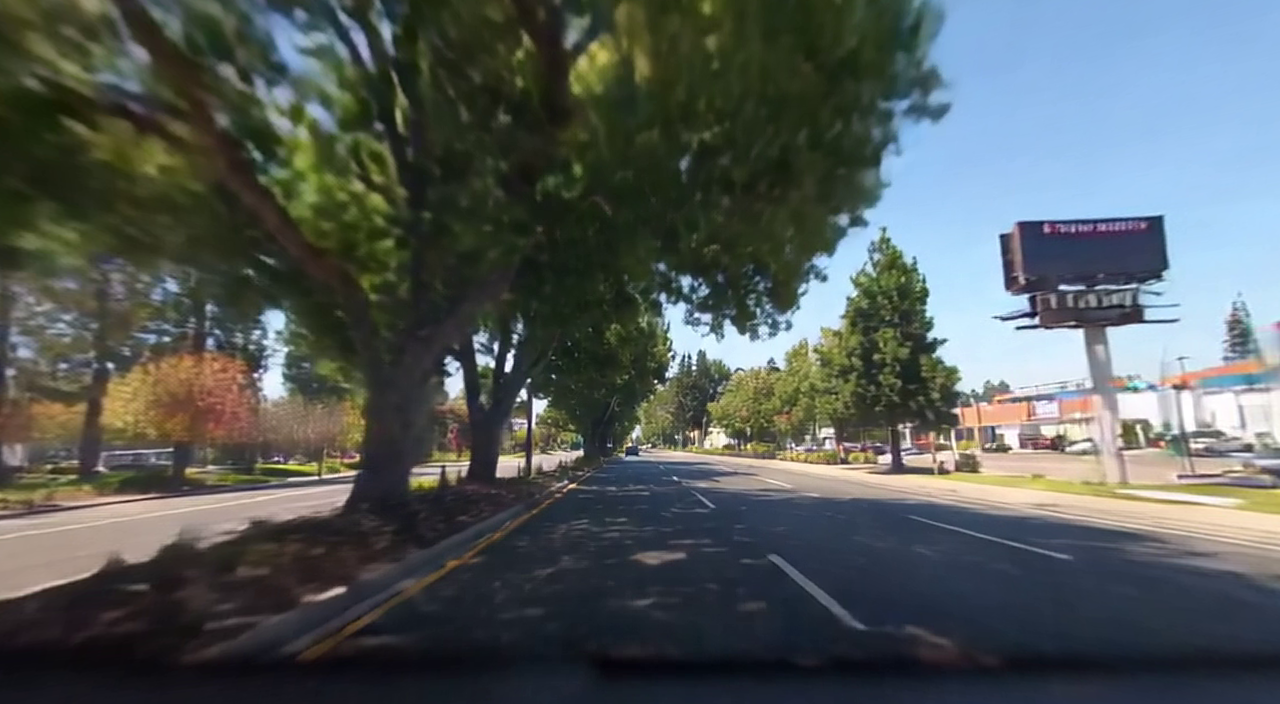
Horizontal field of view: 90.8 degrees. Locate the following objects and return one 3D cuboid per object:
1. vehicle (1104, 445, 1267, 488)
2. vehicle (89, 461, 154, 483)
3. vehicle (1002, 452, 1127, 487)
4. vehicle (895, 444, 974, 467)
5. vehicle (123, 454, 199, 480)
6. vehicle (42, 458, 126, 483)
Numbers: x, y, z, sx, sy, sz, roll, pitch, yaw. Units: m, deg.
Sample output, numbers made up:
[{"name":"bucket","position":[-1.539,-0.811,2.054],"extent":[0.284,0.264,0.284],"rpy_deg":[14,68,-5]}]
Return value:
[{"name":"vehicle","position":[20.453,4.277,23.836],"extent":[4.267,1.512,1.966],"rpy_deg":[0,-9,0]},{"name":"vehicle","position":[-38.402,8.883,46.916],"extent":[1.720,1.508,3.653],"rpy_deg":[0,-9,-1]},{"name":"vehicle","position":[19.942,5.560,29.812],"extent":[4.403,1.436,1.918],"rpy_deg":[-2,-12,1]},{"name":"vehicle","position":[20.151,7.071,43.292],"extent":[4.333,1.507,2.101],"rpy_deg":[0,-9,-1]},{"name":"vehicle","position":[-35.648,8.540,47.156],"extent":[1.983,1.818,4.590],"rpy_deg":[0,-9,0]},{"name":"vehicle","position":[-41.294,8.775,47.081],"extent":[2.047,1.622,4.985],"rpy_deg":[-1,-9,-5]}]
